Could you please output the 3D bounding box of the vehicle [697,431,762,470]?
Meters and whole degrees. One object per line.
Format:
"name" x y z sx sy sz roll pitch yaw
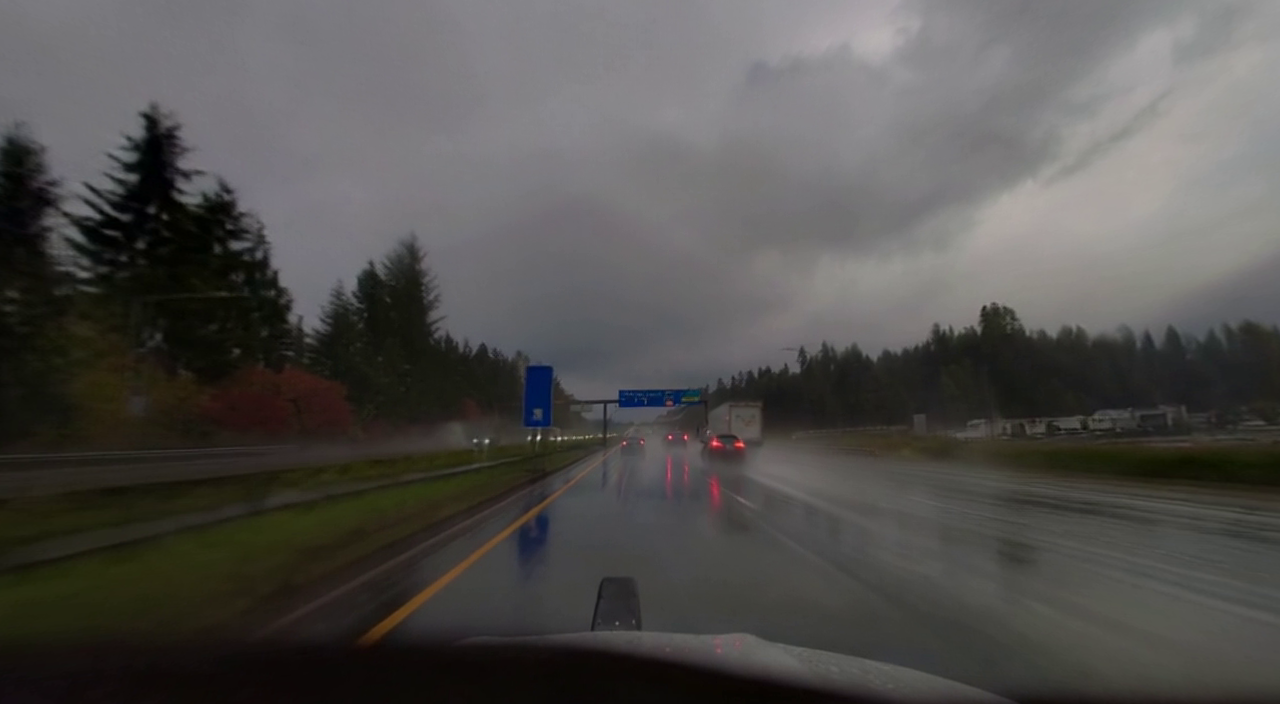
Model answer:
"vehicle" 3.768 4.208 27.296 1.986 1.501 4.529 0 -8 -2
